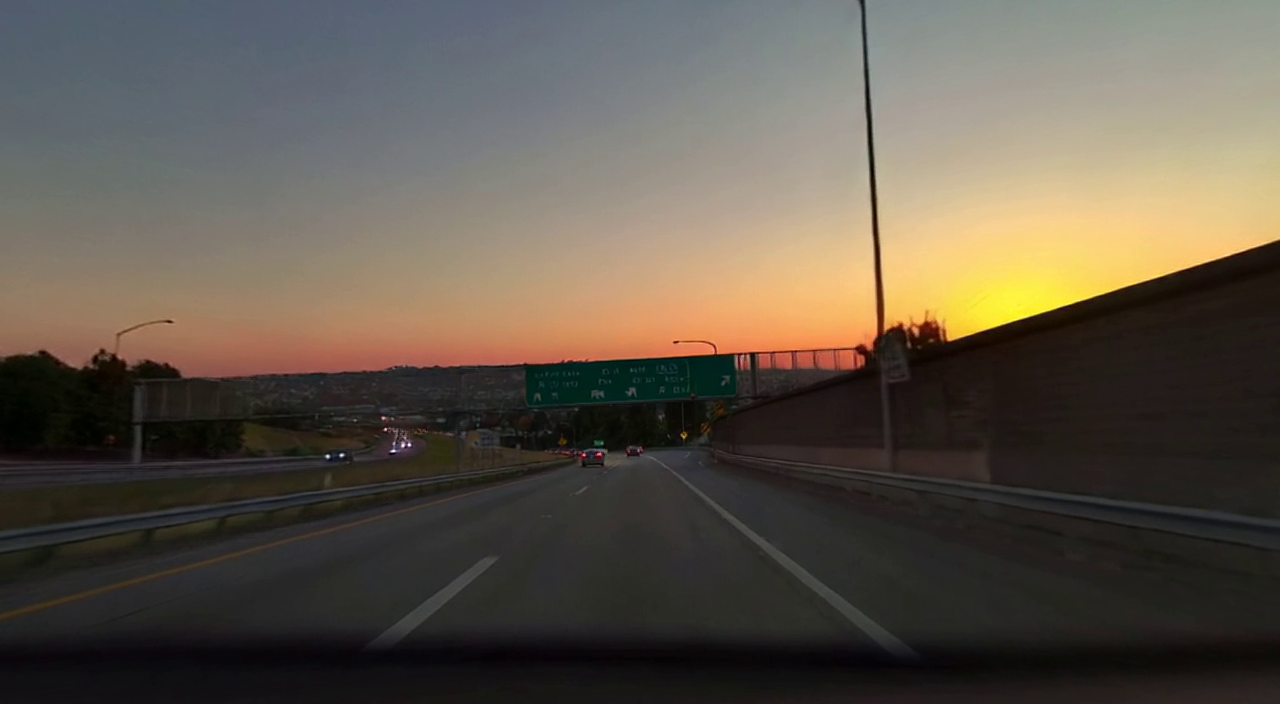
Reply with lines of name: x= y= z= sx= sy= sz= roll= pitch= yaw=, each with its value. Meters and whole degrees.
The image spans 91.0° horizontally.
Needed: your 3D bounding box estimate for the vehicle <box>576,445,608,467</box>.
vehicle: x=-3.699 y=8.127 z=49.473 sx=2.234 sy=1.588 sz=4.484 roll=0 pitch=-8 yaw=-1
